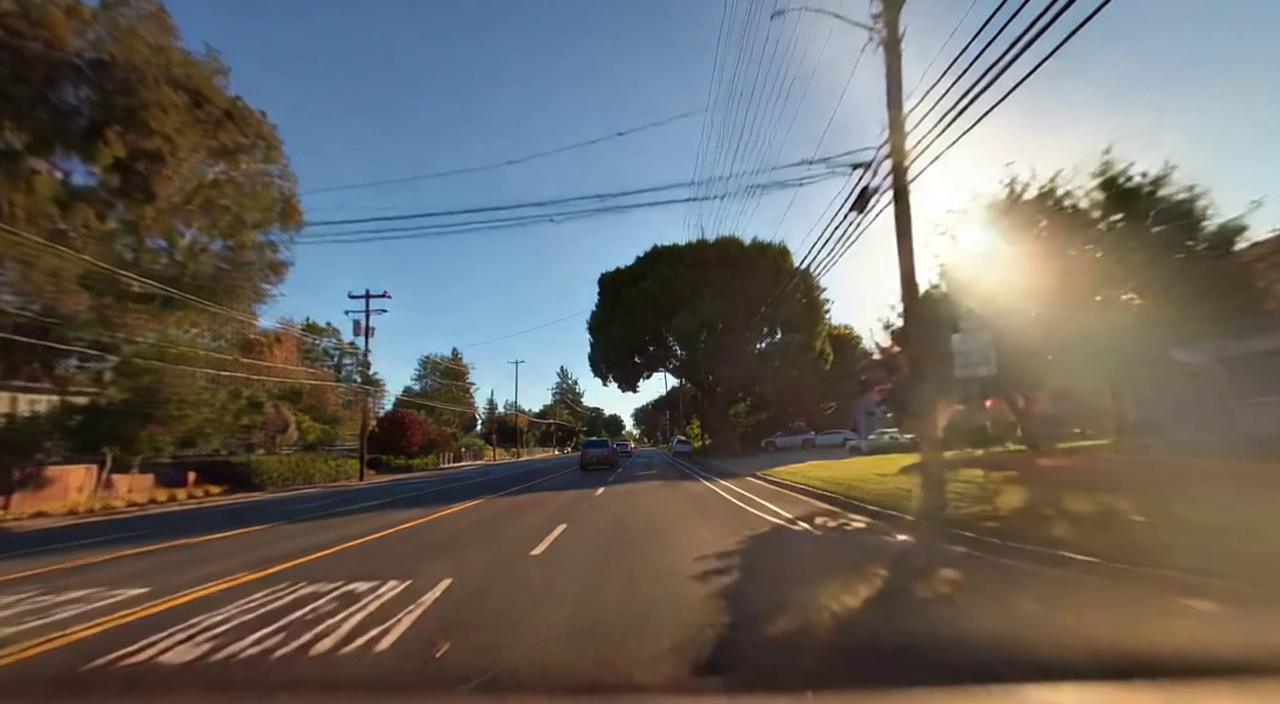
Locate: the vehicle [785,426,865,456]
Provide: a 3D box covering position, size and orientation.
[{"bbox_3d":[12.524,6.072,42.919,4.719,1.553,1.889,-5,-8,0],"label":"vehicle"}]

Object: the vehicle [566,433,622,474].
[{"bbox_3d":[-2.217,5.125,31.980,2.327,1.861,4.941,0,-9,2],"label":"vehicle"}]

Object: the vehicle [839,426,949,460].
[{"bbox_3d":[12.028,4.394,30.149,2.212,1.404,4.283,3,-10,-33],"label":"vehicle"}]
